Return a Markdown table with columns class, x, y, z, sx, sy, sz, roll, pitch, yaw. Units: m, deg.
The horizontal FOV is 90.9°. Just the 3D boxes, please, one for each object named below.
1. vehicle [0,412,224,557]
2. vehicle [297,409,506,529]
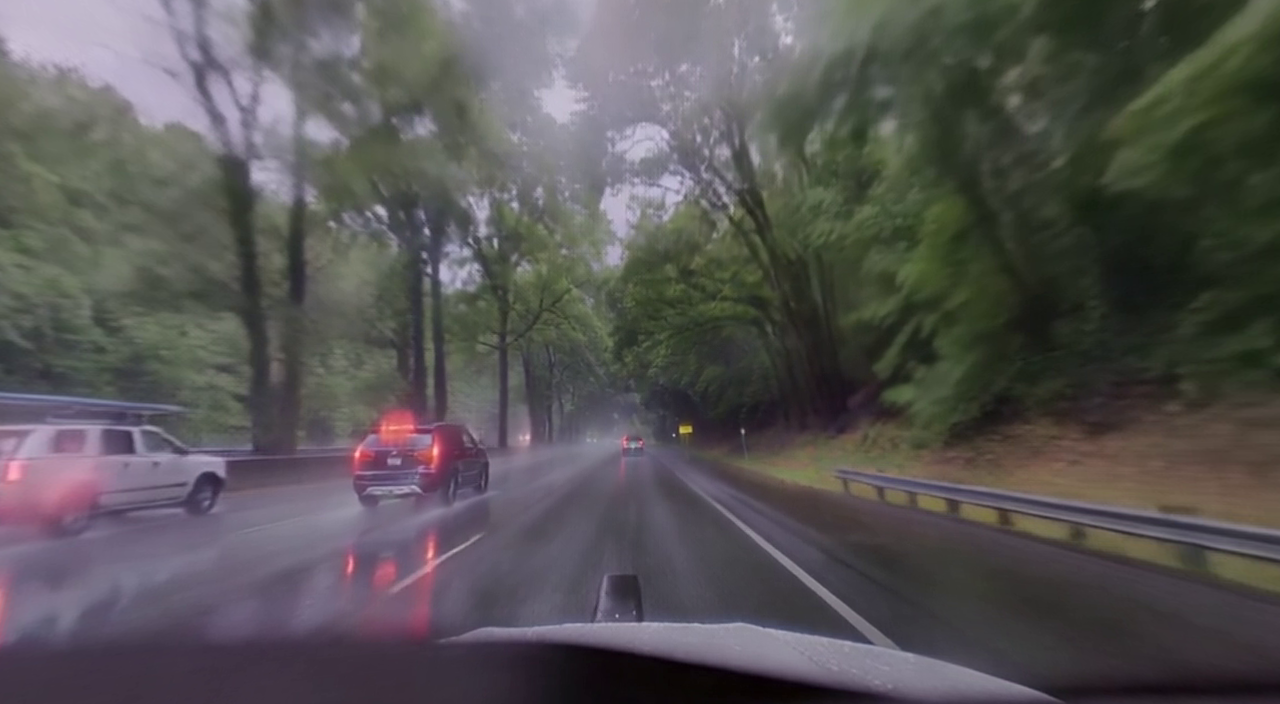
| class | x | y | z | sx | sy | sz | roll | pitch | yaw |
| --- | --- | --- | --- | --- | --- | --- | --- | --- | --- |
| vehicle | -7.886 | 1.632 | 8.371 | 2.000 | 1.552 | 3.946 | 0 | -7 | 0 |
| vehicle | -3.799 | 1.912 | 10.950 | 2.034 | 1.675 | 4.080 | 0 | -7 | 0 |
